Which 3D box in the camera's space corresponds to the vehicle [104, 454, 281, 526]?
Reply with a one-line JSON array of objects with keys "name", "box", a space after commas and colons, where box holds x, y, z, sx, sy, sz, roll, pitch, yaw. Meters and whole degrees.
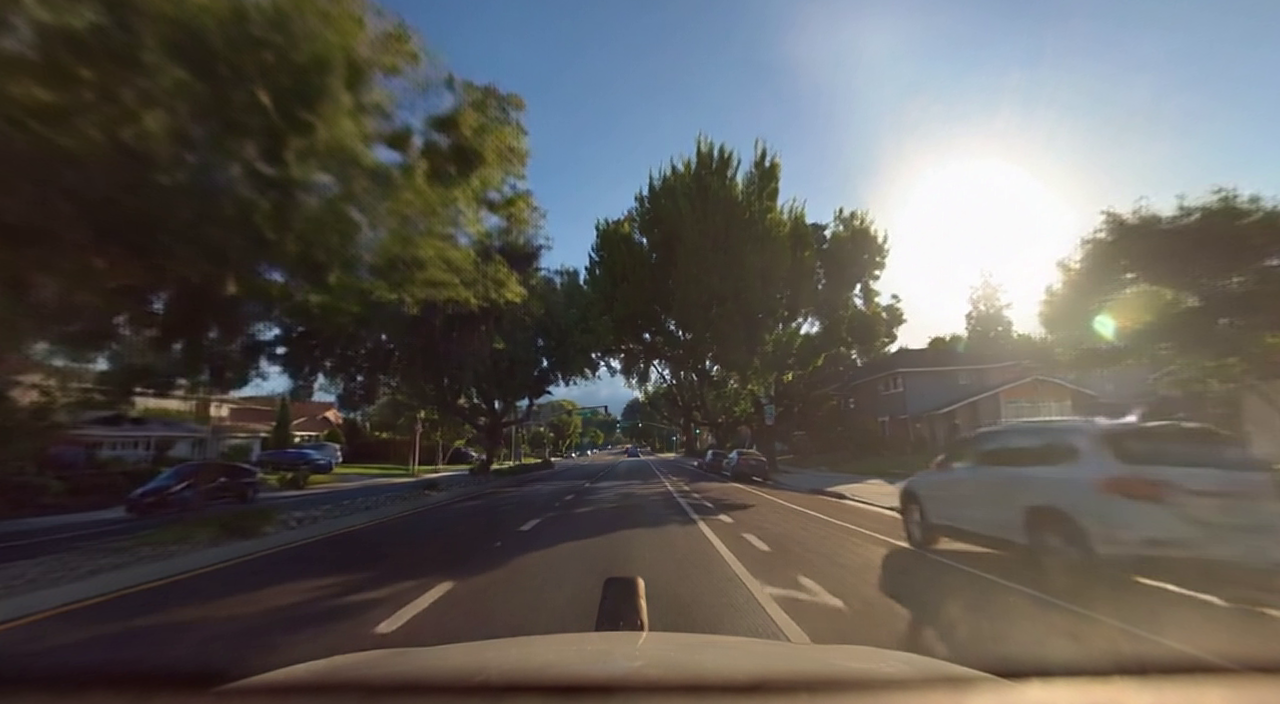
[{"name": "vehicle", "box": [-12.304, 3.770, 17.806, 1.939, 1.537, 4.197, -3, -7, 0]}]

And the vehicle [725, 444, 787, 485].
[{"name": "vehicle", "box": [4.766, 4.639, 26.329, 1.875, 1.540, 3.402, 0, -9, -1]}]

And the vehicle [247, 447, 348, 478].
[{"name": "vehicle", "box": [-20.944, 6.756, 38.806, 4.931, 1.801, 2.142, 0, -9, -1]}]

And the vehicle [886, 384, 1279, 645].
[{"name": "vehicle", "box": [4.739, 1.468, 6.817, 2.180, 1.782, 4.790, 0, -9, -1]}]

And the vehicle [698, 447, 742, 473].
[{"name": "vehicle", "box": [4.673, 6.402, 37.775, 2.065, 1.463, 4.814, 0, -8, 1]}]
